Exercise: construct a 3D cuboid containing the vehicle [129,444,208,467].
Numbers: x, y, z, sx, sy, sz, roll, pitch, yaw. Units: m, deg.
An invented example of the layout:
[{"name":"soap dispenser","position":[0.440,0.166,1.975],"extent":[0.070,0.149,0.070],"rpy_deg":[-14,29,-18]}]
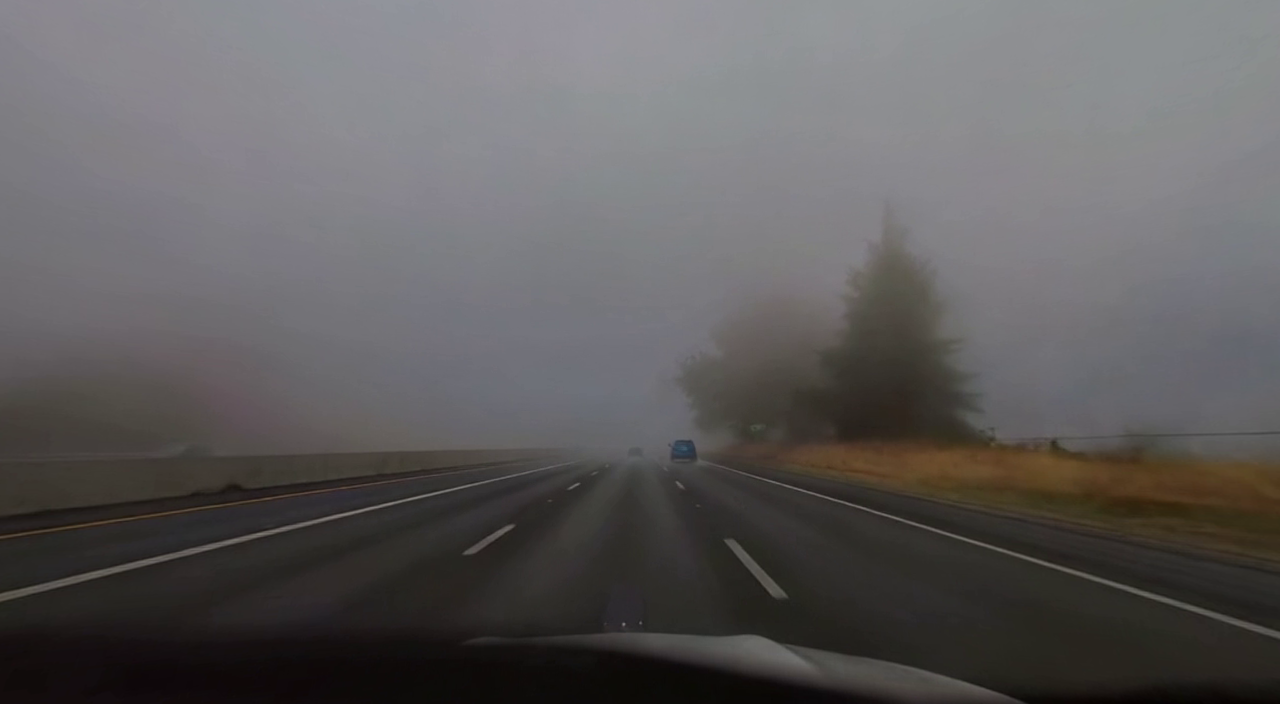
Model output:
[{"name":"vehicle","position":[-33.185,7.257,44.540],"extent":[1.925,1.504,4.639],"rpy_deg":[0,-8,1]}]
